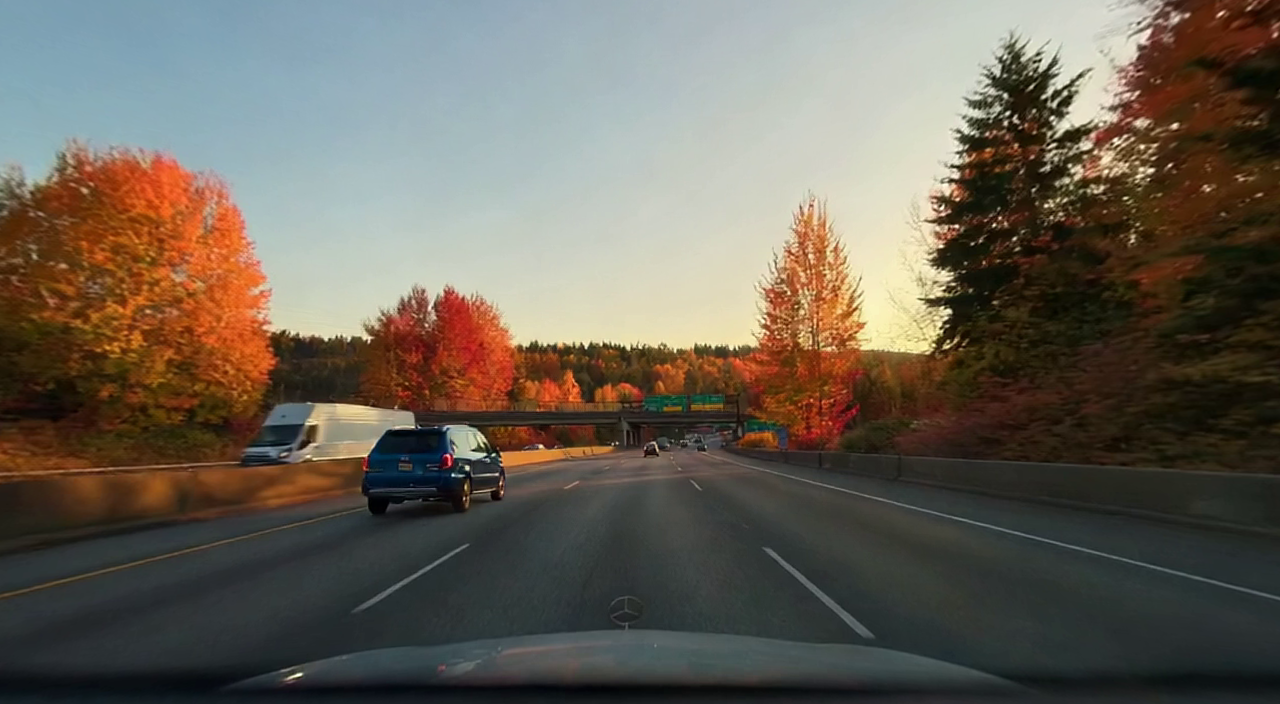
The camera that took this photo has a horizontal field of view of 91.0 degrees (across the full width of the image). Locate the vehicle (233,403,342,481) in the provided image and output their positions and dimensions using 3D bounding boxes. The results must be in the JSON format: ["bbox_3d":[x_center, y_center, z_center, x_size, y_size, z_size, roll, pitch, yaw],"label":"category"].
[{"bbox_3d":[-19.602,5.046,35.336,2.975,4.053,4.879,0,-8,2],"label":"vehicle"}]

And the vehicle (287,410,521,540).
[{"bbox_3d":[-3.575,1.966,10.672,2.177,1.707,4.432,0,-8,1],"label":"vehicle"}]
